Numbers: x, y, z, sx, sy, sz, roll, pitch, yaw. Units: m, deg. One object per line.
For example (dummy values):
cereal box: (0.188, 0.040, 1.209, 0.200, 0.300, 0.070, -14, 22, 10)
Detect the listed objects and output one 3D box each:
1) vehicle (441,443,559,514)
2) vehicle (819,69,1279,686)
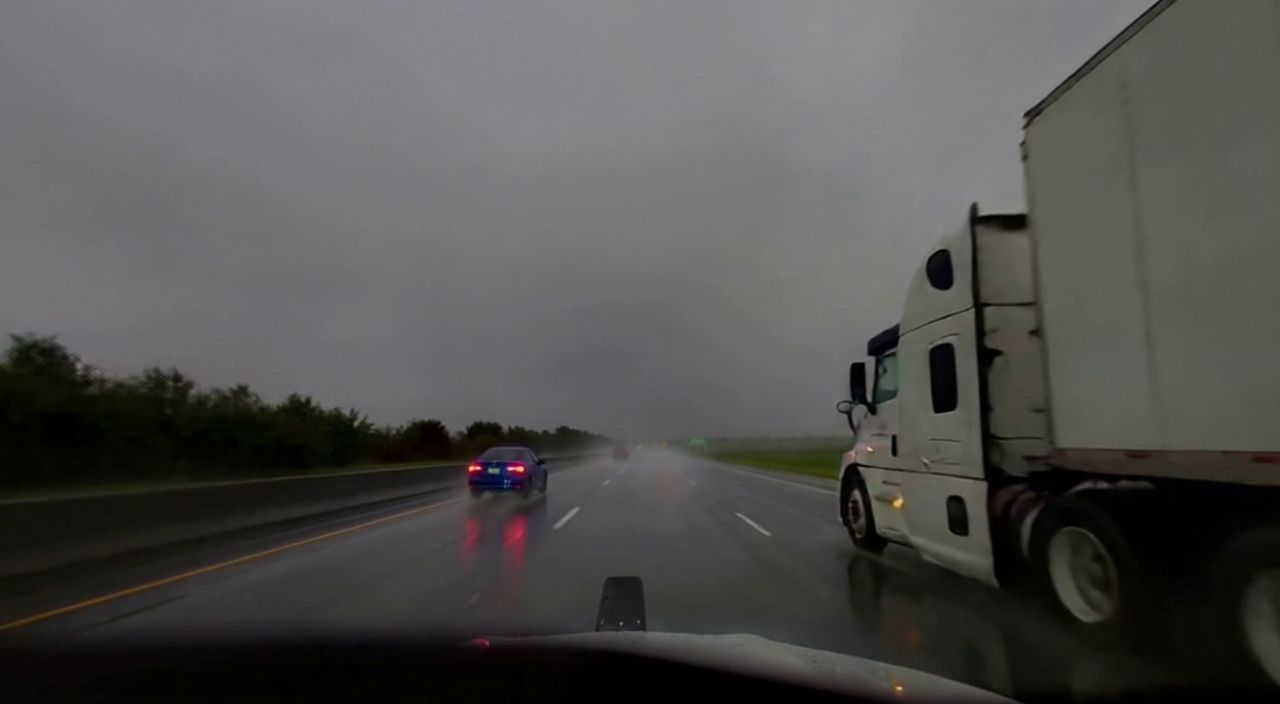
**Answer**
vehicle: (-3.367, 3.122, 16.075, 1.945, 1.537, 4.294, 0, -9, 1)
vehicle: (4.386, 0.463, 6.857, 3.042, 3.890, 5.873, 0, -9, 0)
